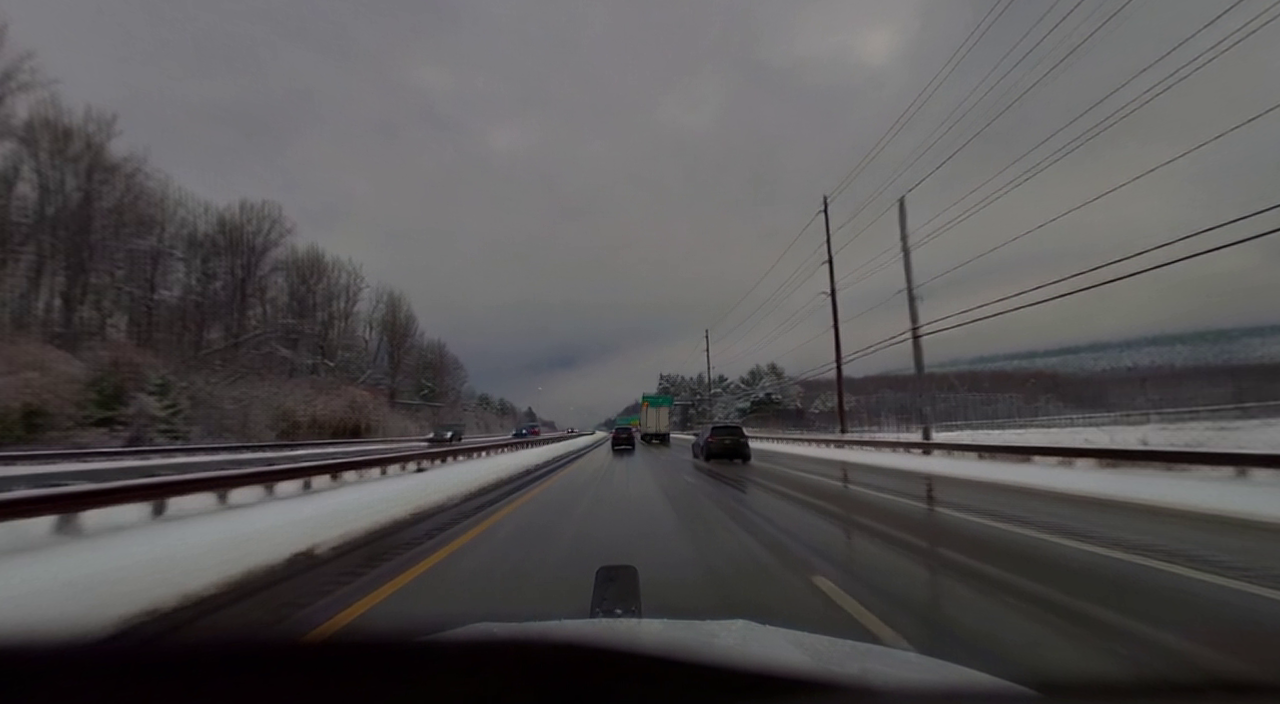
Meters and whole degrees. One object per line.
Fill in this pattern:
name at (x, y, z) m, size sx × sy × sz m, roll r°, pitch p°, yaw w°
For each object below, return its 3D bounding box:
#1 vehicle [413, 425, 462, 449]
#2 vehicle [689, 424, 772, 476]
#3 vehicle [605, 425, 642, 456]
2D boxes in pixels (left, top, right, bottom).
vehicle at (-13.098, 5.561, 40.950) m, size 1.815 × 1.475 × 4.344 m, roll 0°, pitch -8°, yaw -2°
vehicle at (2.956, 3.293, 21.391) m, size 2.062 × 1.581 × 3.914 m, roll 0°, pitch -8°, yaw -3°
vehicle at (-0.930, 5.059, 36.039) m, size 2.019 × 1.642 × 3.790 m, roll 0°, pitch -8°, yaw -1°
